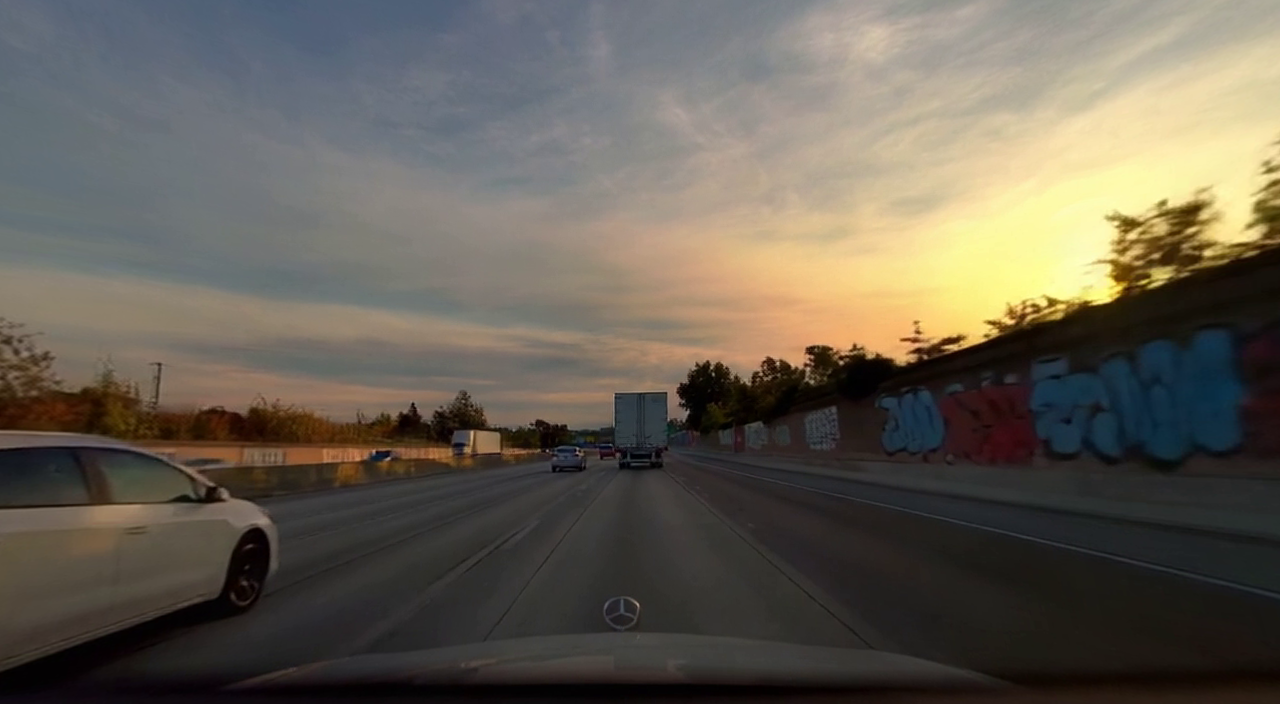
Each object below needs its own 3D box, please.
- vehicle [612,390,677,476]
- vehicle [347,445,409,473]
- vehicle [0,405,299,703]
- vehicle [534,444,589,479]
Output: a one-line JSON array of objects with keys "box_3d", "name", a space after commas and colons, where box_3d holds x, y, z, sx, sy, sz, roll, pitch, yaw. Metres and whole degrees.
[{"box_3d": [0.115, 4.637, 34.851, 3.042, 4.023, 10.832, 0, -9, -1], "name": "vehicle"}, {"box_3d": [-17.664, 7.253, 42.541, 2.034, 1.757, 4.730, -1, -9, 2], "name": "vehicle"}, {"box_3d": [-3.826, 1.052, 3.127, 1.936, 1.500, 4.055, 0, -9, 0], "name": "vehicle"}, {"box_3d": [-3.726, 5.284, 30.365, 2.158, 1.538, 4.047, 0, -9, 0], "name": "vehicle"}]
